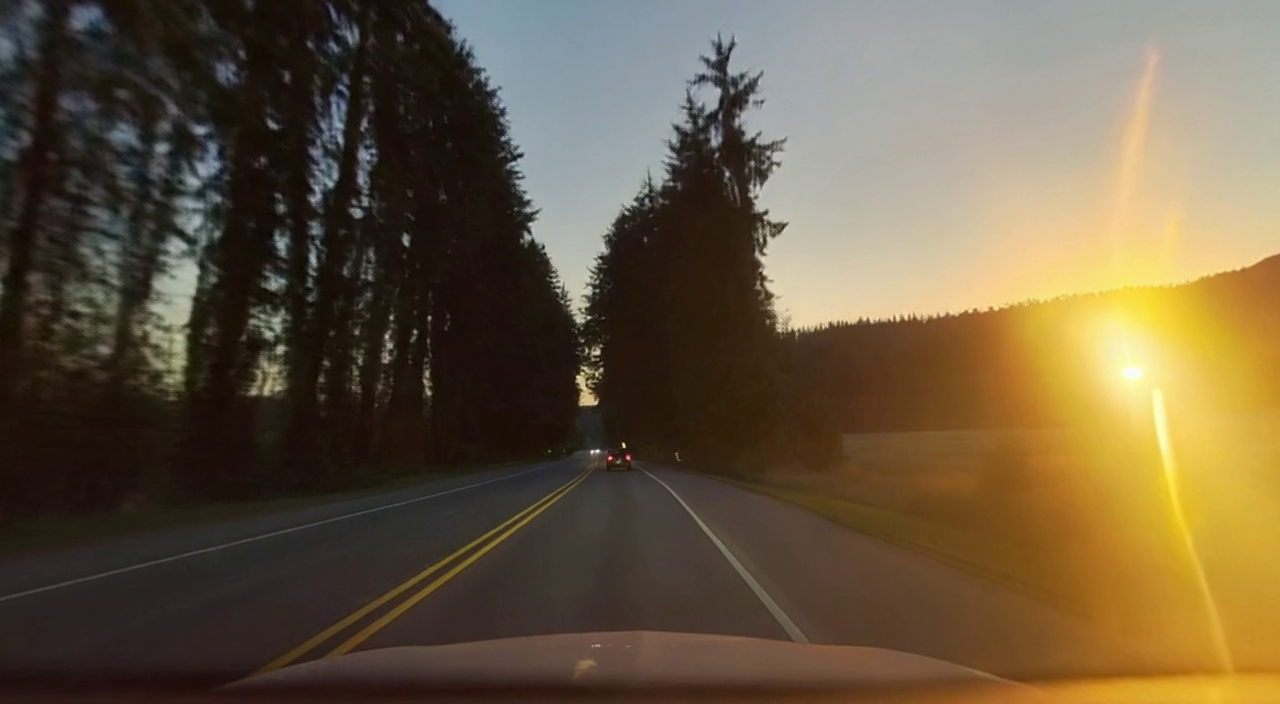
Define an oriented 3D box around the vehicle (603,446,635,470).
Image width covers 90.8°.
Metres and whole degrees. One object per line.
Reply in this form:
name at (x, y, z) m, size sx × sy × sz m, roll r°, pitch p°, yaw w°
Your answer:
vehicle at (-1.387, 6.991, 41.752) m, size 2.042 × 1.489 × 3.963 m, roll 0°, pitch -9°, yaw -2°
